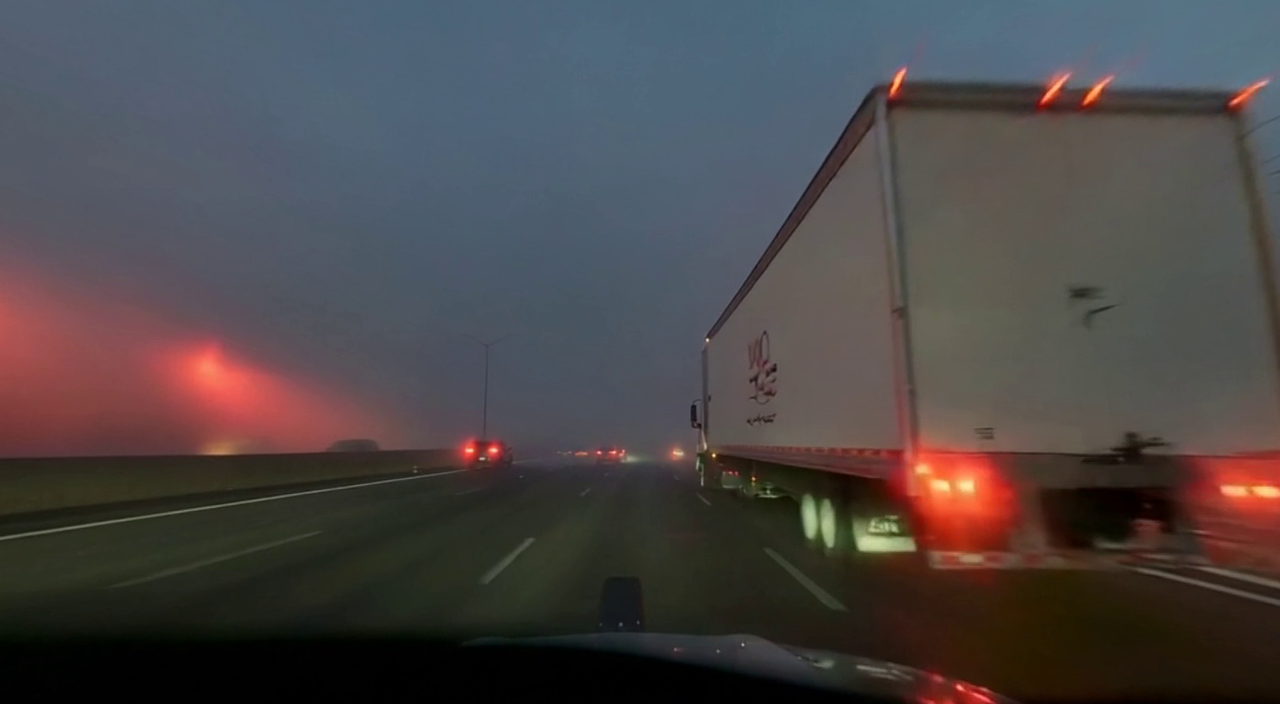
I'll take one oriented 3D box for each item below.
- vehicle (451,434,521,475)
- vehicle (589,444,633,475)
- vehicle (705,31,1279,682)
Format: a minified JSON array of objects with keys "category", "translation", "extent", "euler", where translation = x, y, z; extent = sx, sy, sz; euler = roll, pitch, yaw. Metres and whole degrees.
[{"category":"vehicle","translation":[-7.327,4.940,30.467],"extent":[2.147,1.825,4.602],"euler":[0,-9,0]},{"category":"vehicle","translation":[-1.502,5.731,33.879],"extent":[2.060,1.508,4.308],"euler":[0,-9,1]},{"category":"vehicle","translation":[3.162,0.760,9.609],"extent":[3.045,3.923,11.834],"euler":[0,-9,0]}]
